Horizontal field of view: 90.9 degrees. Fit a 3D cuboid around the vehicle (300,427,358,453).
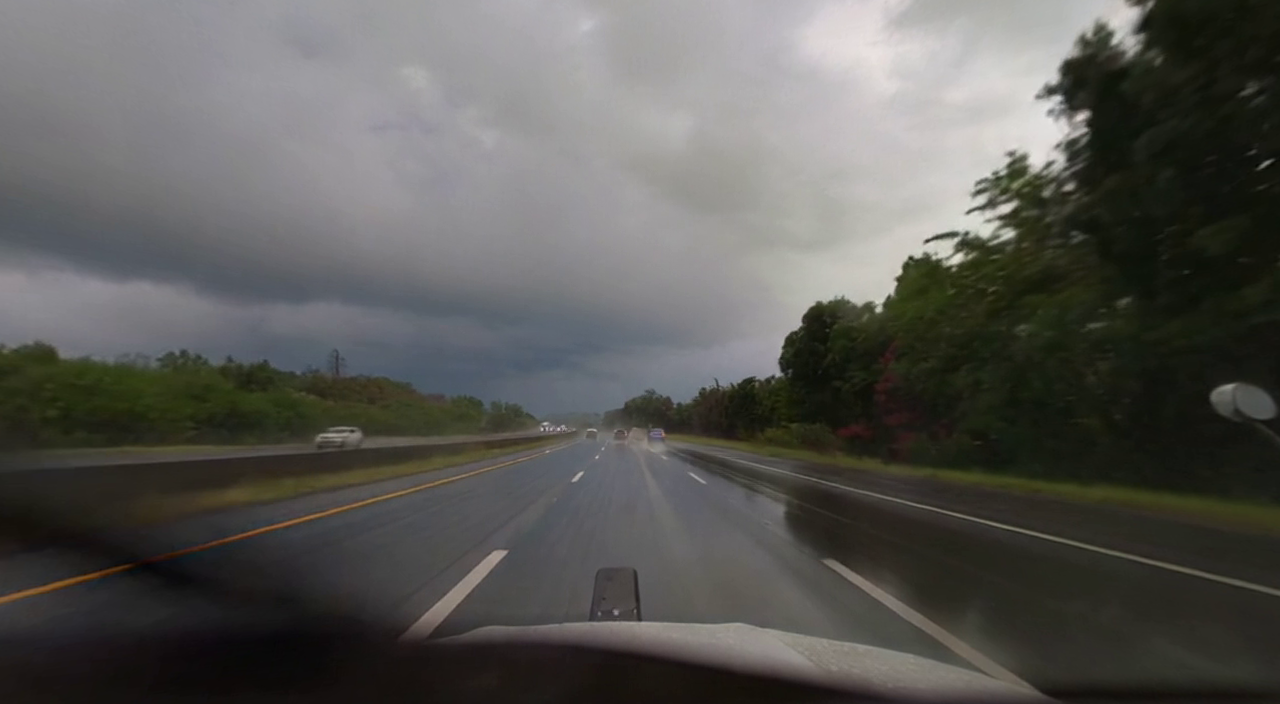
[{"bbox_3d":[-20.046,5.686,40.817,1.893,1.548,4.202,1,-8,-4],"label":"vehicle"}]
